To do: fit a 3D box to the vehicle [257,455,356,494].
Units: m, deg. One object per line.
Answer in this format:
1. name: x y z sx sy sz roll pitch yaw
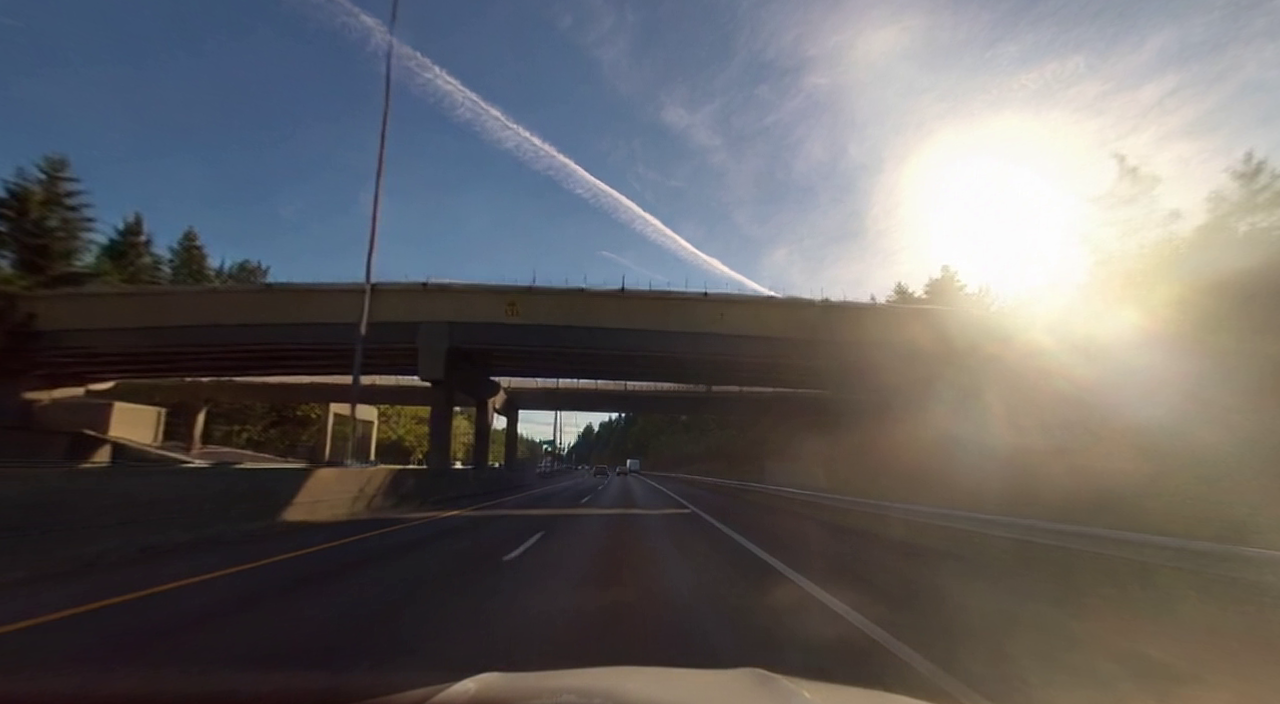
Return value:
1. vehicle: -13.799 5.115 26.412 1.787 1.449 4.326 1 -11 -1
